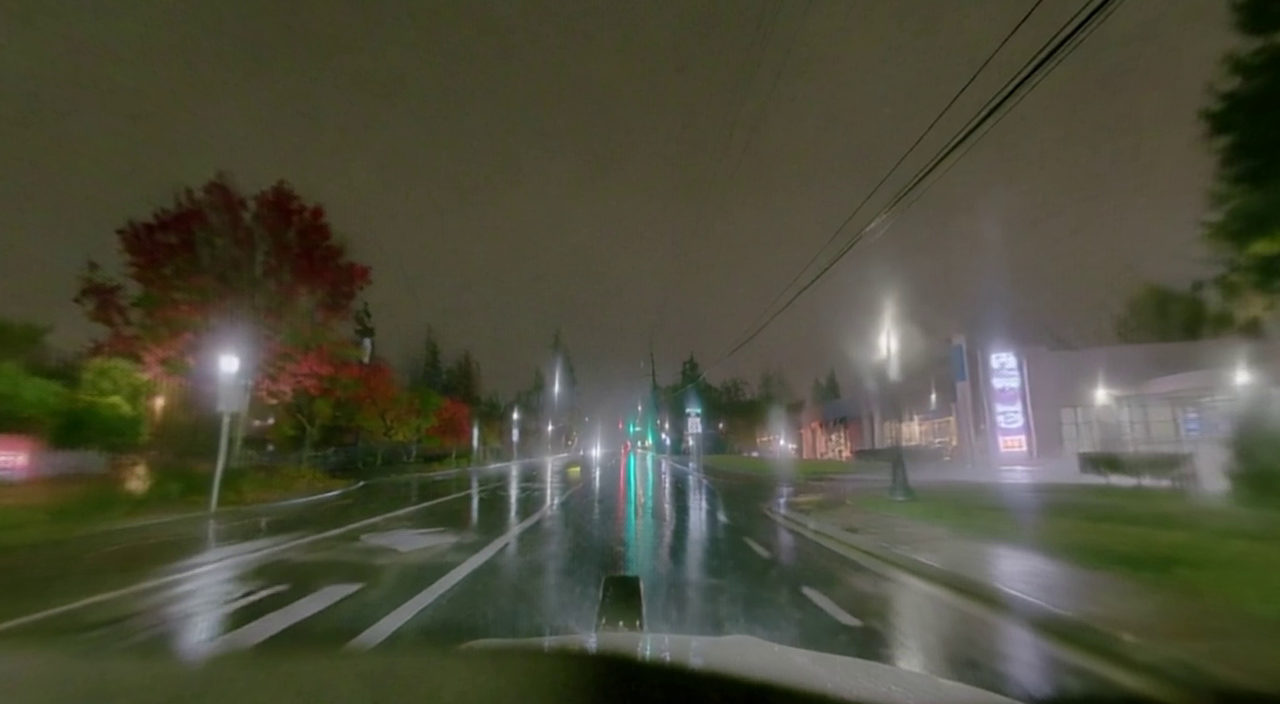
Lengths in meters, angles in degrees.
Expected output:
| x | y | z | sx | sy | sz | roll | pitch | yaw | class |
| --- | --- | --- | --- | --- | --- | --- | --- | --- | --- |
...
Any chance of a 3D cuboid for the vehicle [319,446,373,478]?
| x | y | z | sx | sy | sz | roll | pitch | yaw | class |
| --- | --- | --- | --- | --- | --- | --- | --- | --- | --- |
| -14.970 | 5.537 | 32.059 | 2.061 | 1.475 | 4.357 | 5 | -10 | -29 | vehicle |
